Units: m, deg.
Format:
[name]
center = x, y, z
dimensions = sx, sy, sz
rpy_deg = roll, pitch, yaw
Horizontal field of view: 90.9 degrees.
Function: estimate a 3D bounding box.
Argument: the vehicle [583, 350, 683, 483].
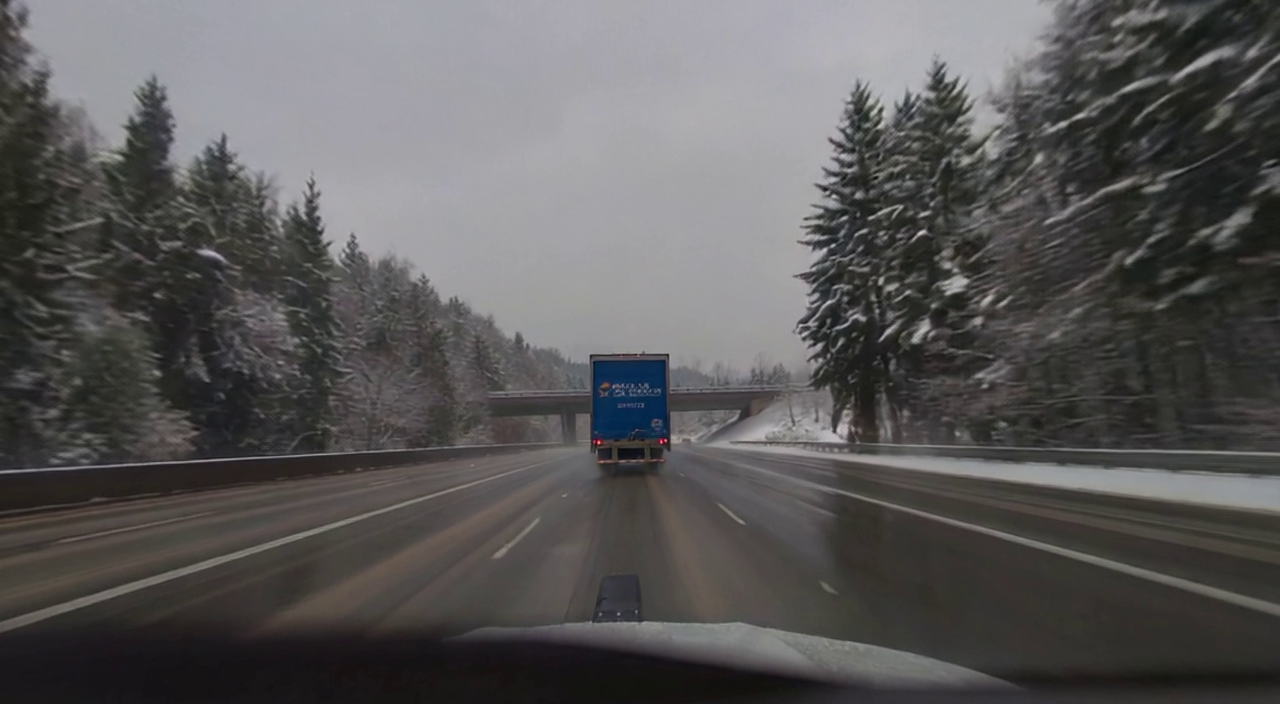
[vehicle]
center = -0.418, 2.540, 23.580
dimensions = 2.895, 3.861, 10.213
rpy_deg = 0, -8, -2
